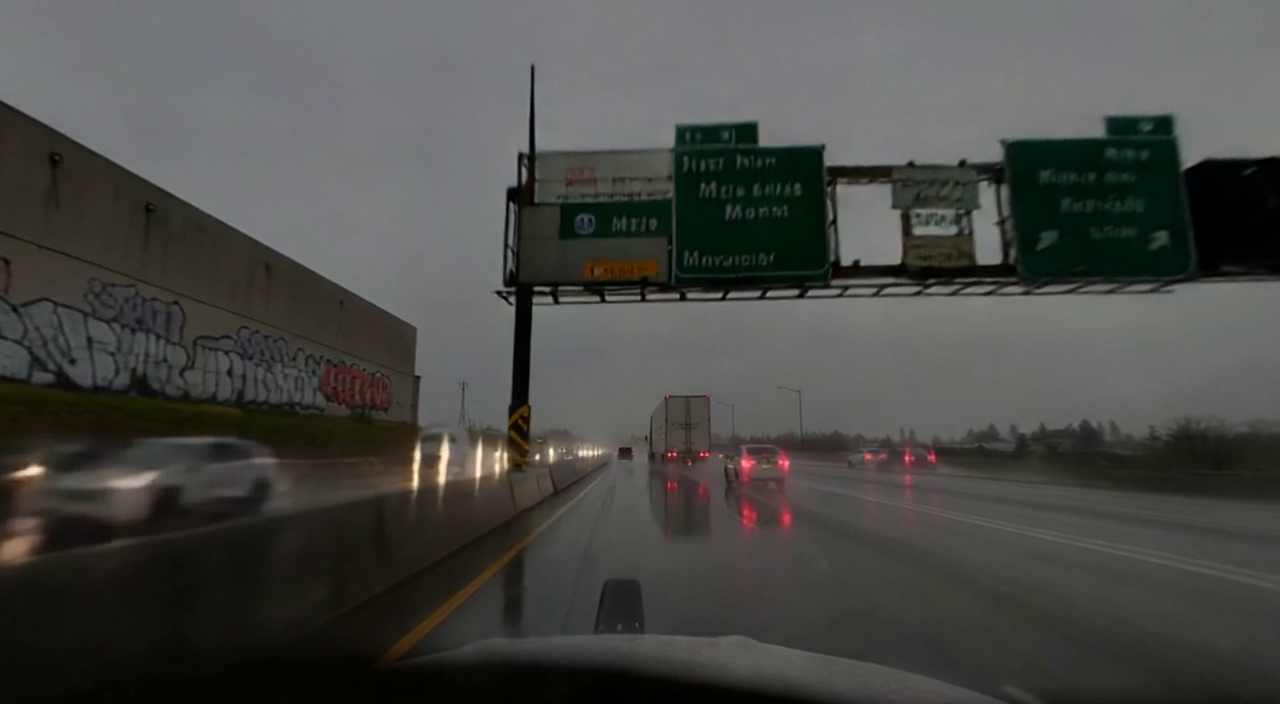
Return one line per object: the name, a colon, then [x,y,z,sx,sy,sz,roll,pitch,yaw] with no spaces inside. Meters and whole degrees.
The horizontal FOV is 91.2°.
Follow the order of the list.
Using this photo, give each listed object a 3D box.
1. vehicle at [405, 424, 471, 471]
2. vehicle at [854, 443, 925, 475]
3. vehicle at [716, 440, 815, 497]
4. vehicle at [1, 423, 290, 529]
vehicle: [-12.752,6.118,40.105,2.334,2.718,6.105,0,-9,-1]
vehicle: [13.825,5.936,35.056,2.107,1.648,4.324,0,-9,-1]
vehicle: [3.827,3.633,19.963,2.085,1.588,4.436,0,-9,-2]
vehicle: [-8.563,2.176,11.473,1.933,1.553,4.112,0,-9,-1]
